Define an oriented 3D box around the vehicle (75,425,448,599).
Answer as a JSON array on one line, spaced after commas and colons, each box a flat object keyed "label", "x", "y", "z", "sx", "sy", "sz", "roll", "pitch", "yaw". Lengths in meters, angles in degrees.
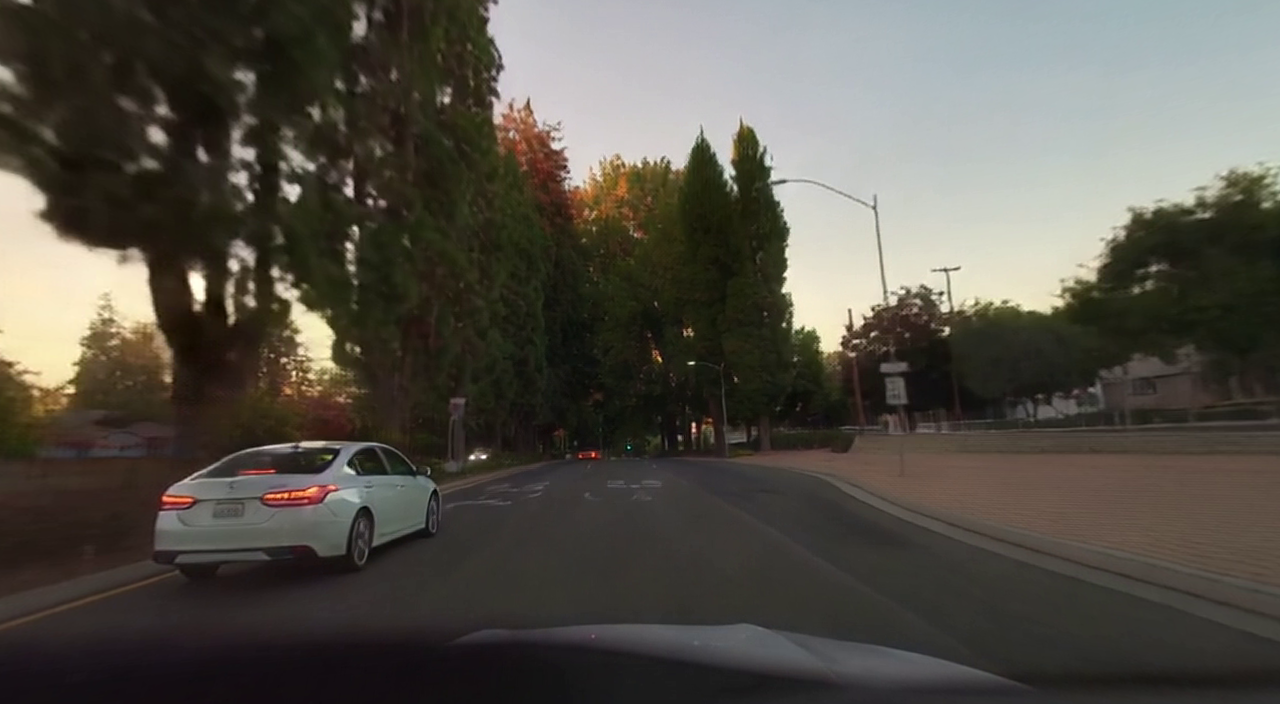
[{"label": "vehicle", "x": -4.011, "y": 1.736, "z": 7.794, "sx": 1.915, "sy": 1.521, "sz": 4.283, "roll": 0, "pitch": -8, "yaw": 0}]
